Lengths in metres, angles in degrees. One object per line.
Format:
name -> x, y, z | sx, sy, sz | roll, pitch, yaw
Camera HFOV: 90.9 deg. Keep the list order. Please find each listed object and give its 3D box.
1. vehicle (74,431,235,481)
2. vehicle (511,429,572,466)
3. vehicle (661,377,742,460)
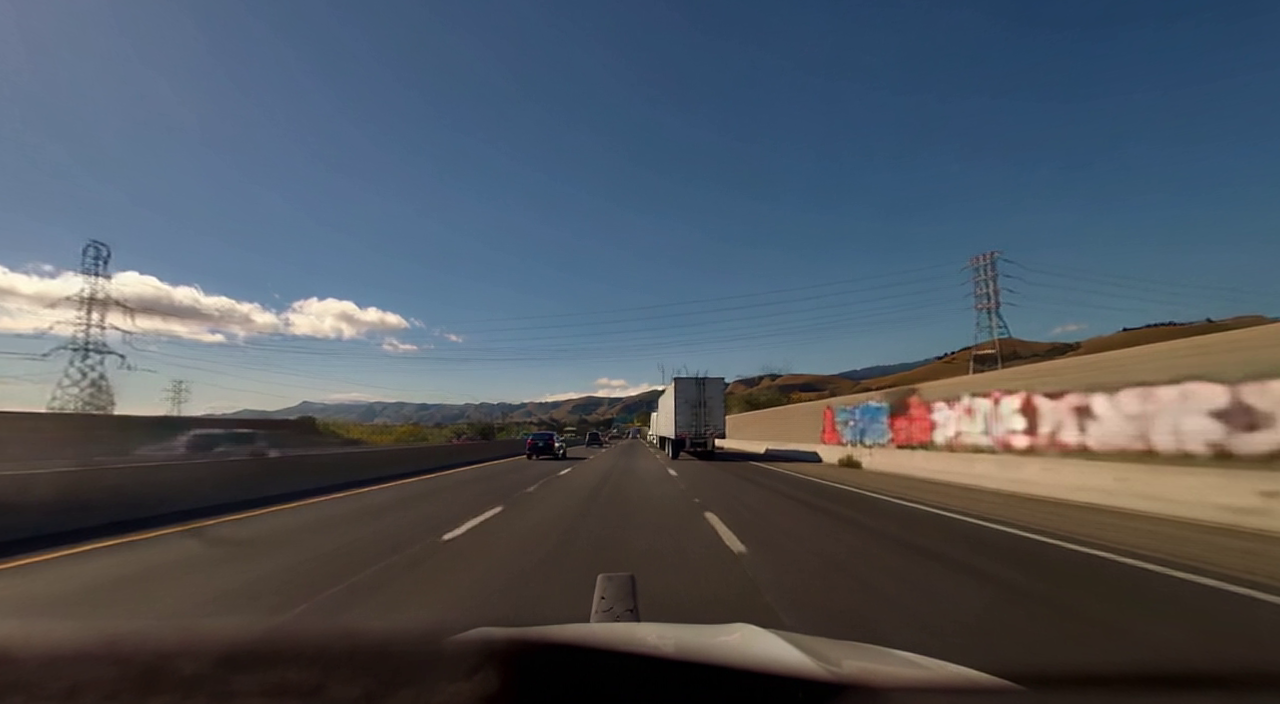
vehicle -> -15.689, 3.356, 20.726 | 1.931, 1.458, 4.239 | 0, -8, -1
vehicle -> -4.250, 4.182, 27.860 | 1.965, 1.486, 4.448 | 0, -8, 0
vehicle -> 3.032, 3.815, 34.793 | 3.060, 3.842, 11.095 | 0, -8, -1
